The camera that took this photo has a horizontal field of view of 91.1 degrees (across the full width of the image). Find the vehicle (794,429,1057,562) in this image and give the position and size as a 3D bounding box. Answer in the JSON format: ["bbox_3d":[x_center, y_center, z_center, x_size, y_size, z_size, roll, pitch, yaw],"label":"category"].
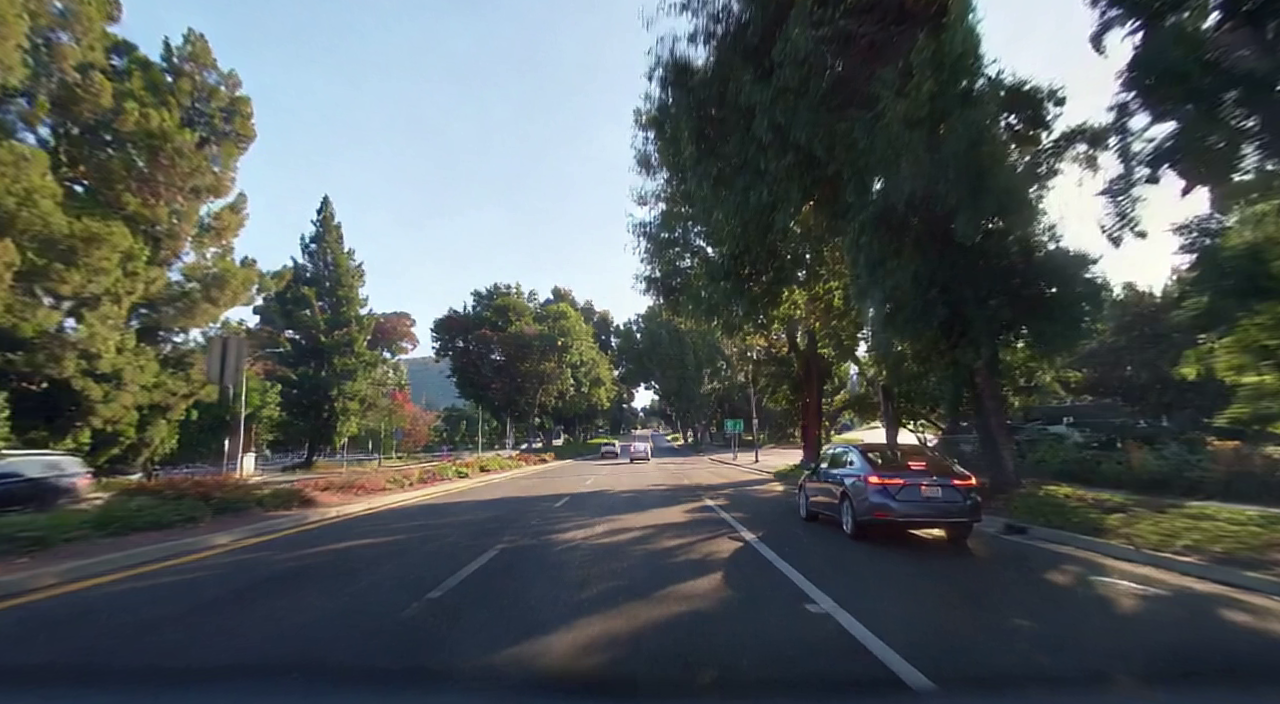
[{"bbox_3d":[3.850,1.993,9.493,1.913,1.516,4.322,0,-8,0],"label":"vehicle"}]

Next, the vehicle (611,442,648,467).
[{"bbox_3d":[-0.620,6.696,41.209,2.095,1.548,4.264,-1,-8,3],"label":"vehicle"}]

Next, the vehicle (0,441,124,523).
[{"bbox_3d":[-14.422,2.846,13.935,2.010,1.688,4.514,0,-8,0],"label":"vehicle"}]
